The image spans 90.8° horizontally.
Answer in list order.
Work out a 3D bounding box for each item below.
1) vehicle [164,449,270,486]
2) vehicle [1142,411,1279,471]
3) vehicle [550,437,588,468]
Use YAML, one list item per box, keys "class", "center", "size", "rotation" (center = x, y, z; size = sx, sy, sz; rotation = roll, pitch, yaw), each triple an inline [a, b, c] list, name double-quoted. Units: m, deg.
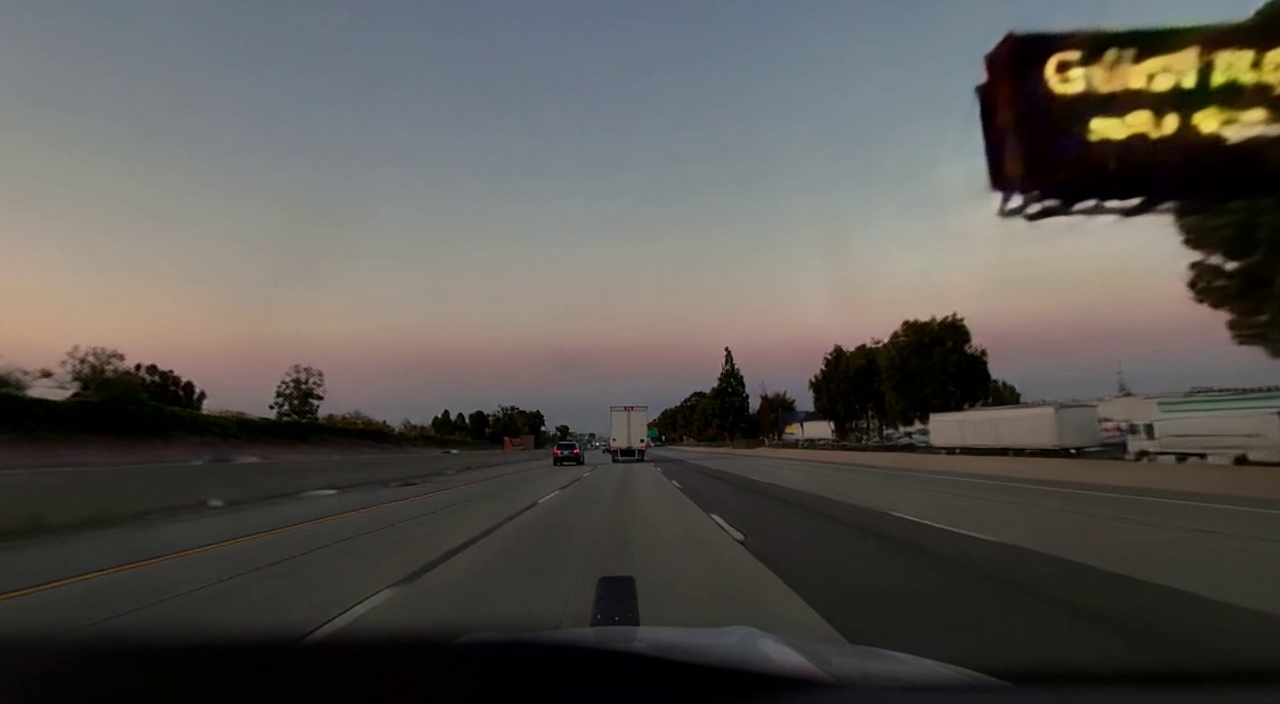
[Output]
- class: "vehicle"
  center: [-20.028, 5.462, 30.219]
  size: [1.988, 1.555, 4.556]
  rotation: [0, -8, -1]
- class: "vehicle"
  center: [29.101, 4.573, 32.466]
  size: [2.277, 2.699, 7.384]
  rotation: [-3, -9, 15]
- class: "vehicle"
  center: [-4.728, 6.803, 42.829]
  size: [2.095, 1.930, 4.680]
  rotation: [0, -8, 0]
